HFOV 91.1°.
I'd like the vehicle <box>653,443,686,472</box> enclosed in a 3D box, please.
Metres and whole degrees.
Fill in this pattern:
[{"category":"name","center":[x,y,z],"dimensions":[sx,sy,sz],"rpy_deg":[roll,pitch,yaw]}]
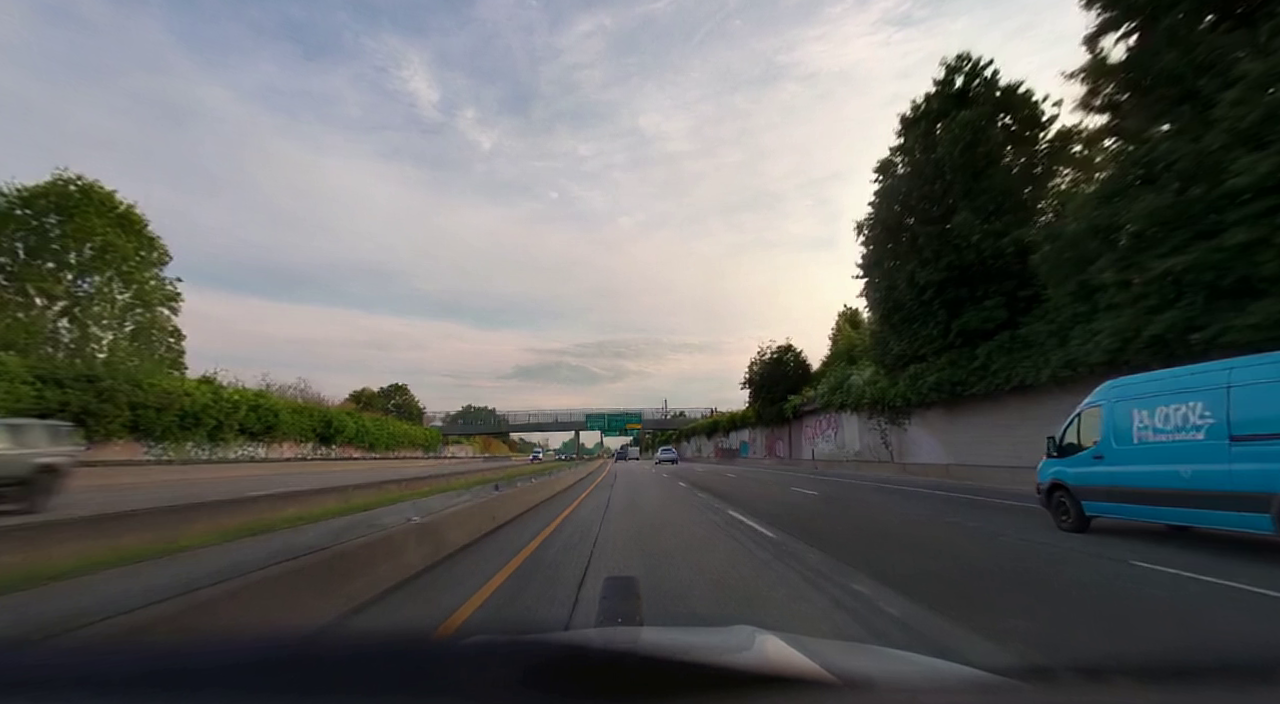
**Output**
[{"category":"vehicle","center":[2.072,7.647,45.589],"dimensions":[2.007,1.943,5.010],"rpy_deg":[0,-9,-2]}]
